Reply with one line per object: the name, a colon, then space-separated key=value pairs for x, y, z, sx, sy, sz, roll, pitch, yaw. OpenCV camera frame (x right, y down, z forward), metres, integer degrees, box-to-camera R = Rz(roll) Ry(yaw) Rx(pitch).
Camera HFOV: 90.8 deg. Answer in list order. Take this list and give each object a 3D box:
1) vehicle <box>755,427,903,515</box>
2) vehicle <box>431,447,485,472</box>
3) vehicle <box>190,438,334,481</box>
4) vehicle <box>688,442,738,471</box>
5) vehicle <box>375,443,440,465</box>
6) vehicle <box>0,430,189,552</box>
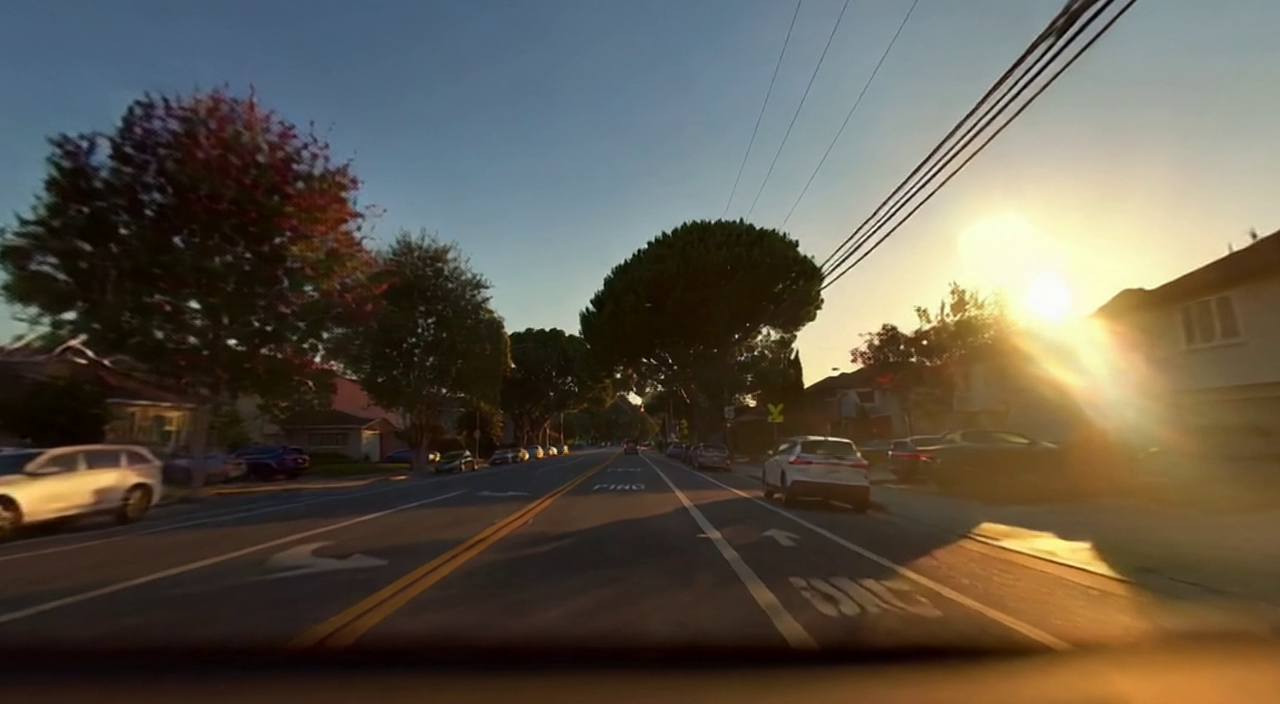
vehicle: x=4.232 y=2.750 z=15.037 sx=2.027 sy=1.751 sz=4.433 roll=0 pitch=-9 yaw=-2
vehicle: x=-11.866 y=7.050 z=41.522 sx=2.079 sy=1.509 sz=4.591 roll=0 pitch=-9 yaw=1
vehicle: x=-17.916 y=5.088 z=30.045 sx=5.764 sy=1.898 sz=2.201 roll=-2 pitch=-9 yaw=11
vehicle: x=4.042 y=5.875 z=35.685 sx=1.920 sy=1.541 sz=4.709 roll=0 pitch=-9 yaw=-4
vehicle: x=-18.320 y=8.045 z=49.896 sx=4.310 sy=1.705 sz=1.905 roll=-1 pitch=-9 yaw=4
vehicle: x=-11.742 y=2.565 z=12.115 sx=2.199 sy=1.988 sz=5.454 roll=0 pitch=-9 yaw=-1
